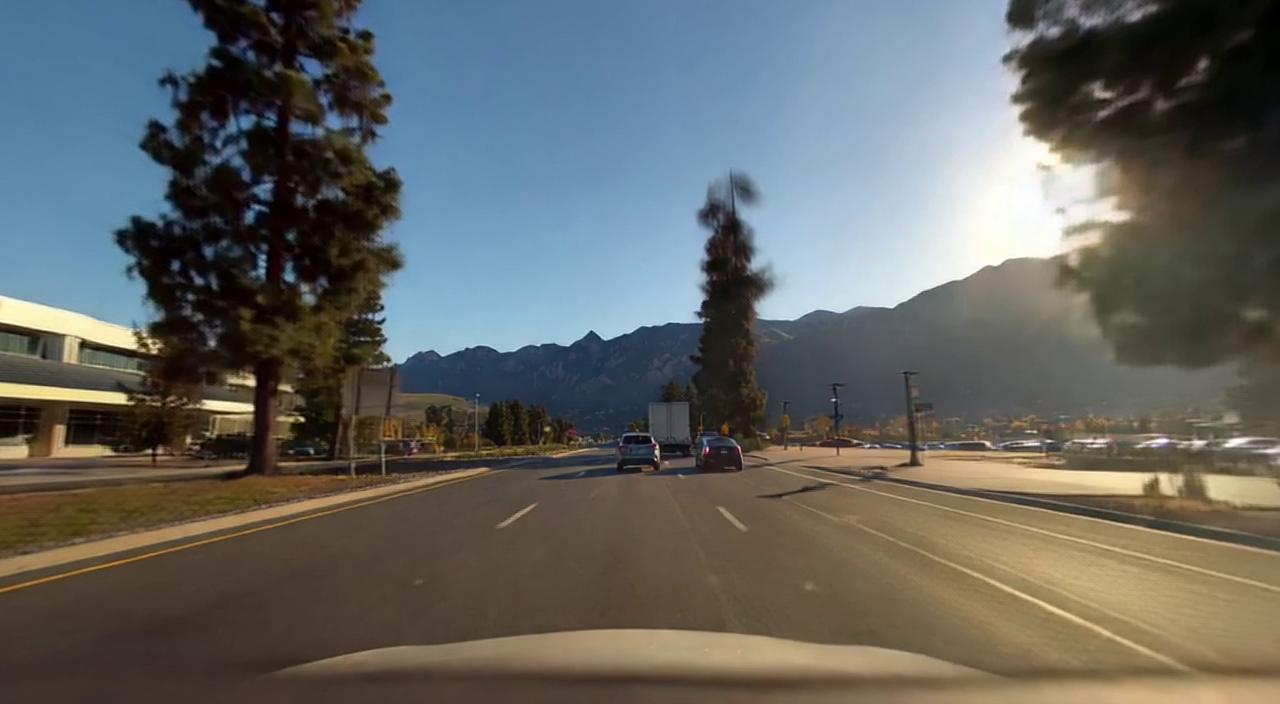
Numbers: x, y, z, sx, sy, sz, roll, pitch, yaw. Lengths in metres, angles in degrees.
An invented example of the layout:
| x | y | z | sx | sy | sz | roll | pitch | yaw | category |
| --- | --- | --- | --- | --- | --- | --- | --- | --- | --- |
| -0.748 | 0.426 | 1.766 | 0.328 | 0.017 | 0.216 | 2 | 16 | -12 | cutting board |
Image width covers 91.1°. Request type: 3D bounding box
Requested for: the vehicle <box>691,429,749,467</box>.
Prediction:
| x | y | z | sx | sy | sz | roll | pitch | yaw | category |
| --- | --- | --- | --- | --- | --- | --- | --- | --- | --- |
| 3.713 | 4.563 | 30.010 | 2.088 | 1.655 | 4.360 | 0 | -8 | -1 | vehicle |

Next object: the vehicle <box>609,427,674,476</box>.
| x | y | z | sx | sy | sz | roll | pitch | yaw | category |
| --- | --- | --- | --- | --- | --- | --- | --- | --- | --- |
| 0.006 | 3.686 | 23.362 | 2.193 | 1.651 | 3.946 | 0 | -8 | -1 | vehicle |
